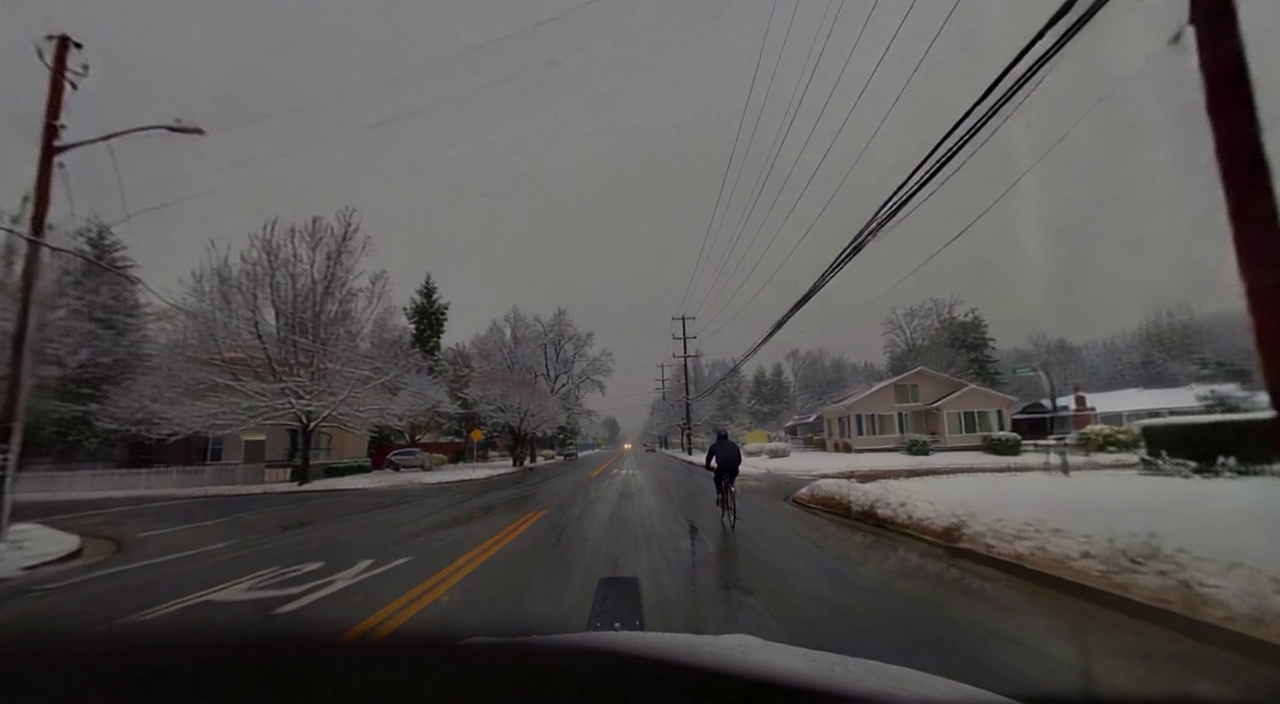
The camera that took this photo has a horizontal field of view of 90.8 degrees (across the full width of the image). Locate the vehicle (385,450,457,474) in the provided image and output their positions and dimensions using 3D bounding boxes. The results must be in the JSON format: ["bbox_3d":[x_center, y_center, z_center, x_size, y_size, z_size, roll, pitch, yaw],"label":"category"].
[{"bbox_3d":[-14.574,7.308,42.140,4.143,1.480,1.755,0,-9,-2],"label":"vehicle"}]
